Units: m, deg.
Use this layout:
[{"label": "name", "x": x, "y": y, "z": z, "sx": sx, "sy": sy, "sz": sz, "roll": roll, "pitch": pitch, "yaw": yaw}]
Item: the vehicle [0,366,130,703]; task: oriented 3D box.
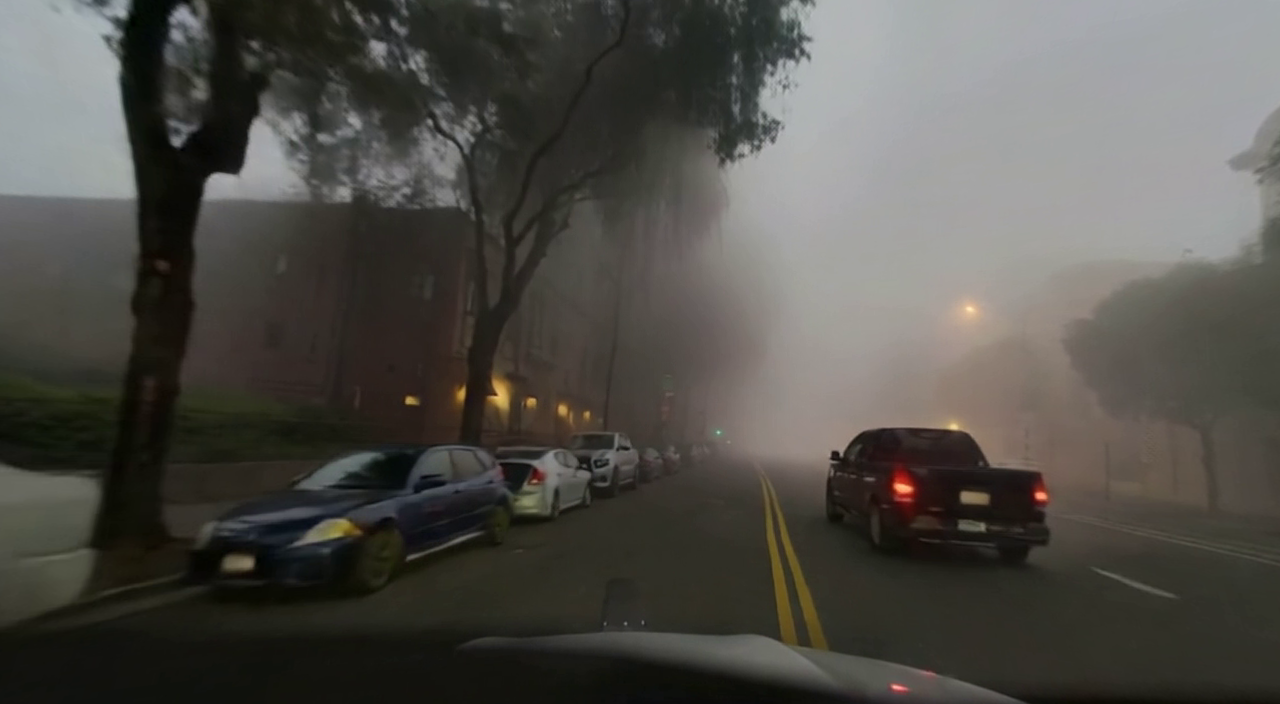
[{"label": "vehicle", "x": -4.281, "y": 0.682, "z": 1.616, "sx": 1.922, "sy": 1.628, "sz": 4.291, "roll": -1, "pitch": -8, "yaw": 10}]

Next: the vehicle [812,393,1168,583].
[{"label": "vehicle", "x": 4.368, "y": 1.819, "z": 9.494, "sx": 2.411, "sy": 1.899, "sz": 5.993, "roll": -1, "pitch": -8, "yaw": 6}]

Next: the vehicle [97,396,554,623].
[{"label": "vehicle", "x": -2.803, "y": 1.532, "z": 7.245, "sx": 2.179, "sy": 1.658, "sz": 4.765, "roll": -2, "pitch": -9, "yaw": 11}]
